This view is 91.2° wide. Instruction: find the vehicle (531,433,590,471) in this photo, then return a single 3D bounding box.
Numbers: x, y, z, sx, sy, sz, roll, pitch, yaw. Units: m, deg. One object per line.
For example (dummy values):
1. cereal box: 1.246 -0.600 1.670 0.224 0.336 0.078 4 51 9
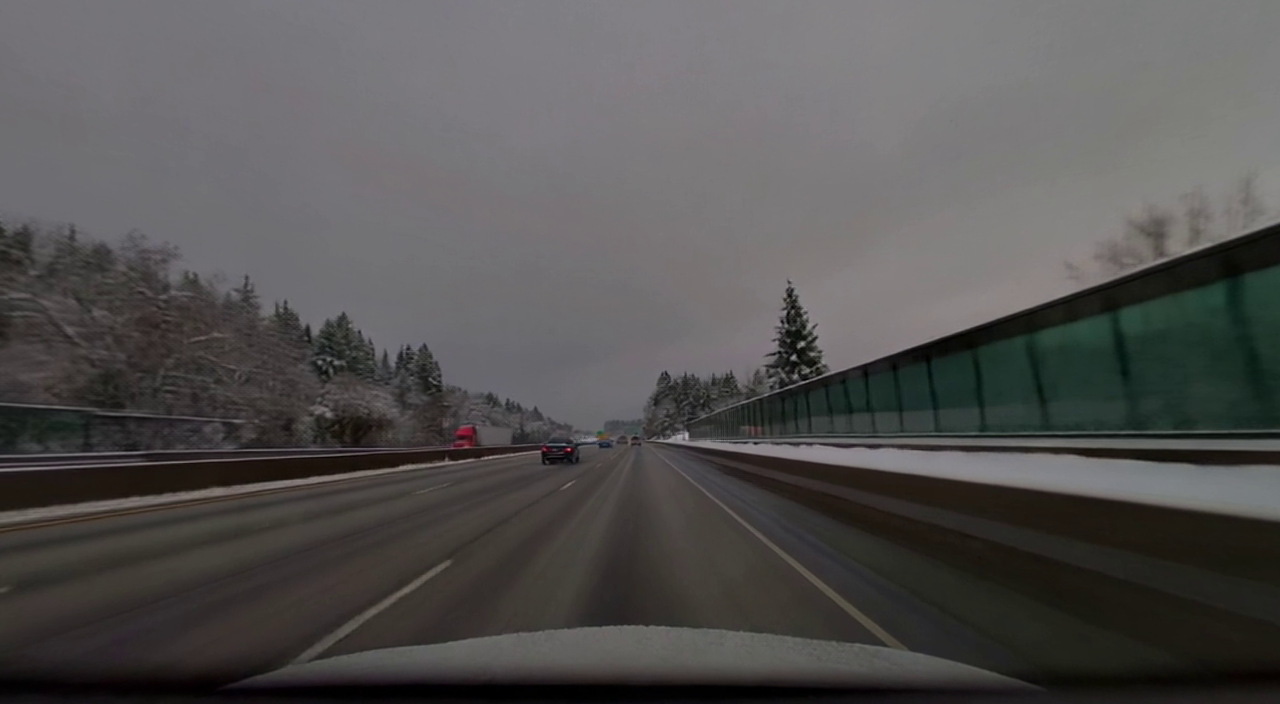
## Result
1. vehicle: -3.480 4.463 28.221 2.059 1.541 4.296 0 -8 0
